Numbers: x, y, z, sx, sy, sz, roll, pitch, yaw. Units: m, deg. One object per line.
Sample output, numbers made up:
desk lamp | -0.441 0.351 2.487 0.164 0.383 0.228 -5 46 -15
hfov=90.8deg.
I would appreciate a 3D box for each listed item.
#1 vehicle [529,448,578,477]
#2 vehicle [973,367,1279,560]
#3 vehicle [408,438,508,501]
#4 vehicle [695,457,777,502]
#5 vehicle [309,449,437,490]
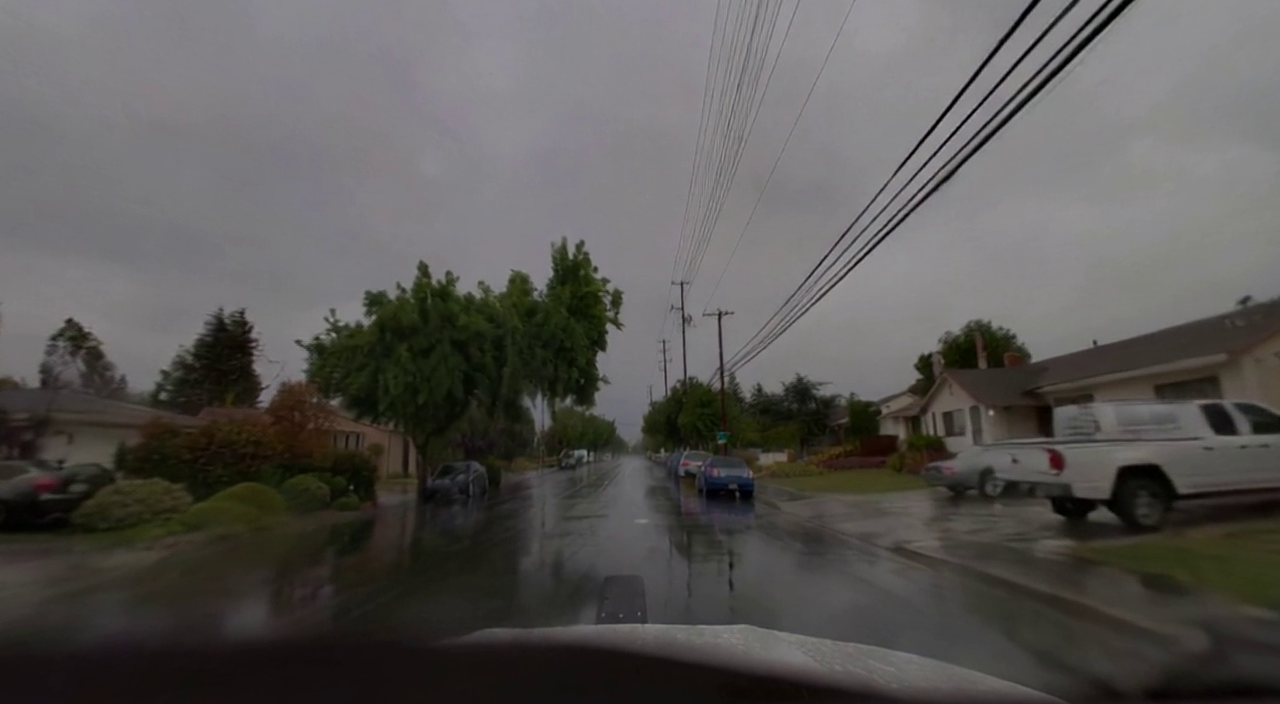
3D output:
vehicle | -6.257 8.207 46.616 2.398 1.910 5.999 -3 -11 4
vehicle | 8.480 1.545 9.011 5.900 2.328 2.603 -1 -9 3
vehicle | -6.367 4.290 22.746 2.156 1.932 4.518 -2 -12 1
vehicle | 2.989 4.062 20.460 1.827 1.286 3.684 1 -9 -5
vehicle | -11.495 5.080 27.440 4.529 1.677 2.204 0 -9 1
